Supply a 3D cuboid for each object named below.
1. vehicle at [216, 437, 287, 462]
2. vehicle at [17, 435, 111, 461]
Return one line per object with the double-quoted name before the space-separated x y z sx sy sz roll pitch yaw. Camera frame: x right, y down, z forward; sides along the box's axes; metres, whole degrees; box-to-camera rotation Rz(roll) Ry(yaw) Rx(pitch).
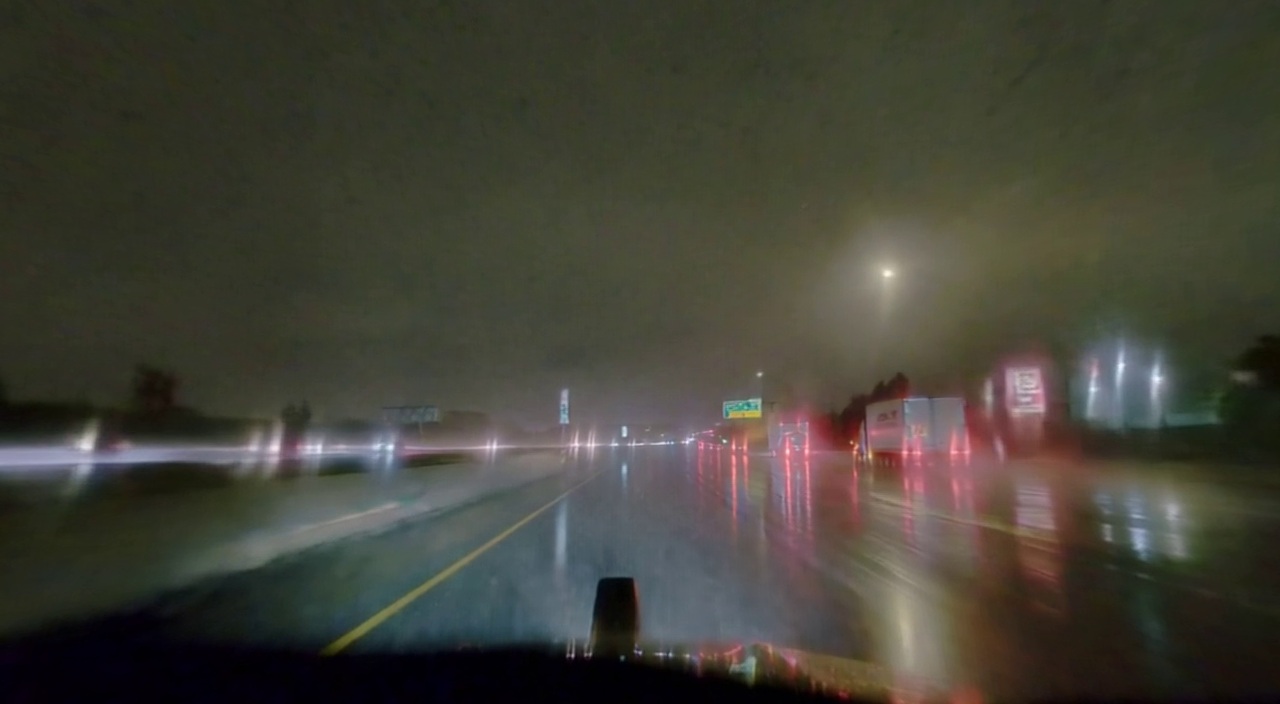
"vehicle" -29.252 7.360 47.802 2.064 1.782 5.006 0 -8 1
"vehicle" -40.616 6.787 44.738 2.007 1.672 4.834 0 -8 2
